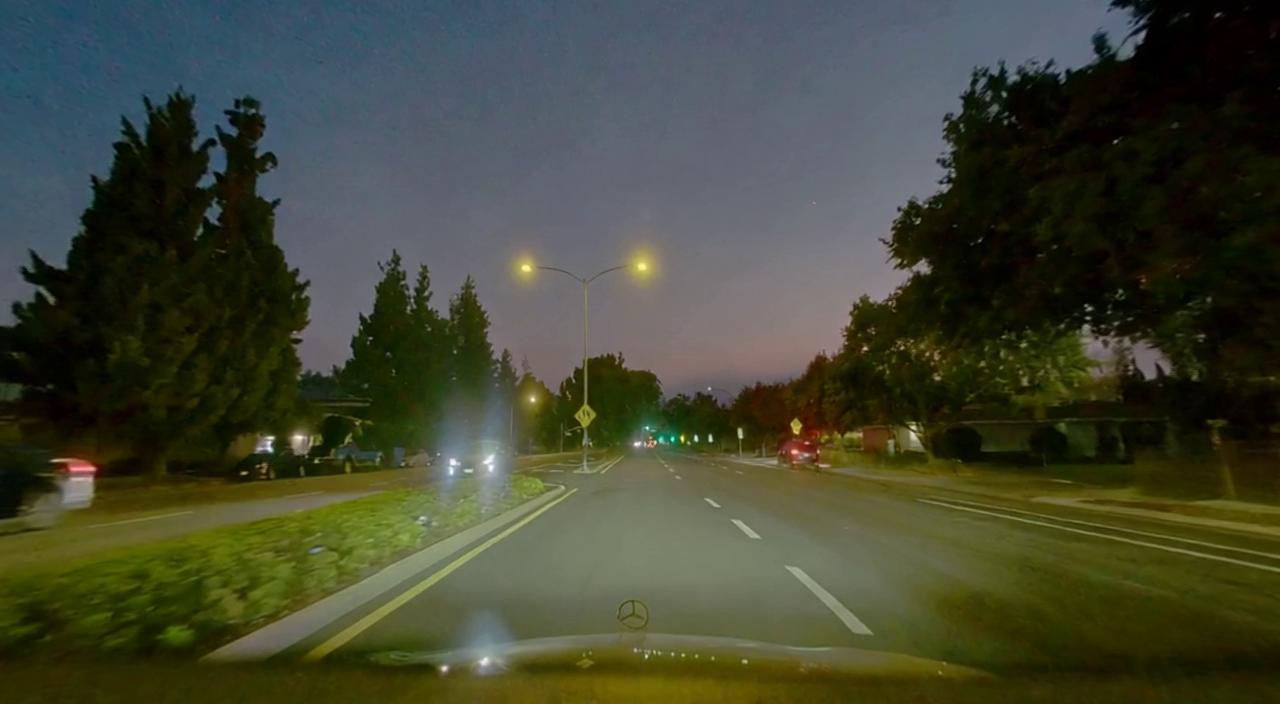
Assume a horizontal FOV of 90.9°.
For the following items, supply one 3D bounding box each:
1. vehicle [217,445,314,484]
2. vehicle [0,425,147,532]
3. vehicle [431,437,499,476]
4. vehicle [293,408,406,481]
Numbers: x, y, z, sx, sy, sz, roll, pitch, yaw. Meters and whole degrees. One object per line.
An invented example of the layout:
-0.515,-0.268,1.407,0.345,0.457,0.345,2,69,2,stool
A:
-18.020,5.399,30.632,1.951,1.705,4.480,0,-8,0,vehicle
-11.631,2.183,10.994,2.092,1.746,4.831,0,-8,0,vehicle
-8.056,4.841,29.466,1.903,1.644,4.182,0,-8,1,vehicle
-17.558,5.666,38.891,3.028,3.724,9.001,-4,-8,-2,vehicle
